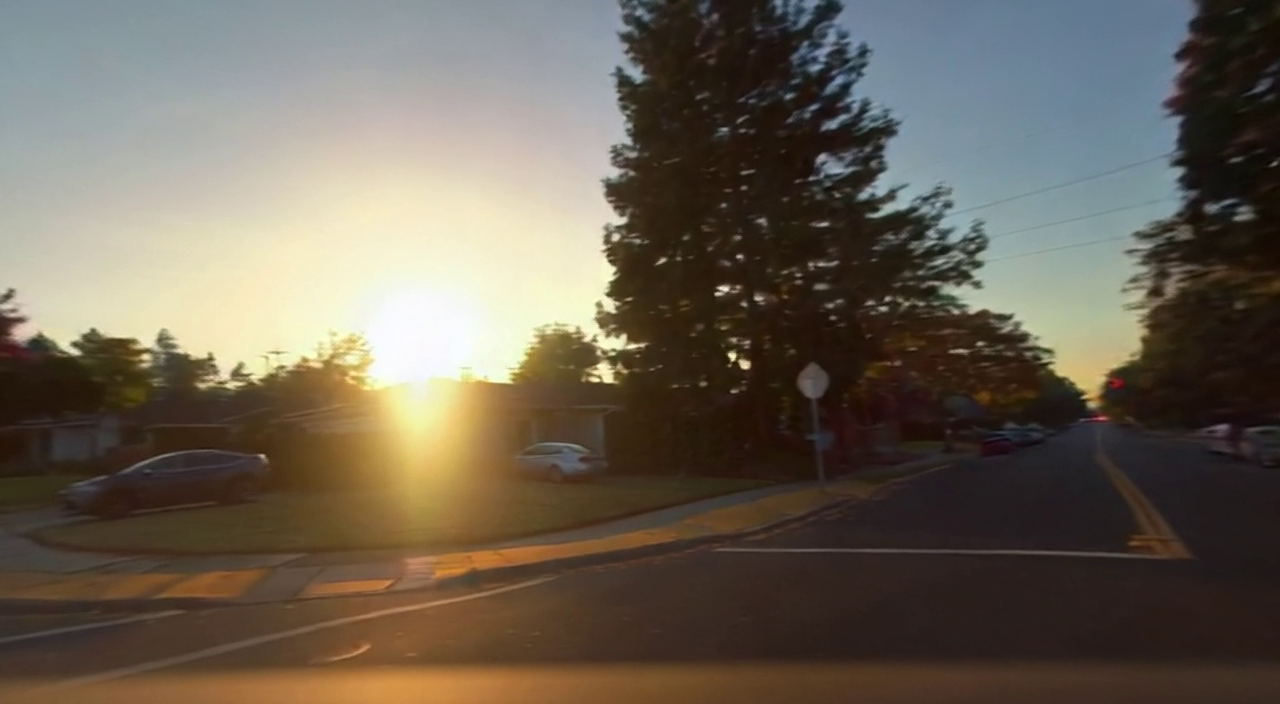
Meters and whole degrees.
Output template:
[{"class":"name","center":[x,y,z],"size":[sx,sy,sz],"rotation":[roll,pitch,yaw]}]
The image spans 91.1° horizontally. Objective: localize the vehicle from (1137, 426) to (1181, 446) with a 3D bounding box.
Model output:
[{"class":"vehicle","center":[39.125,6.396,47.391],"size":[1.961,1.437,4.032],"rotation":[-5,-10,32]}]

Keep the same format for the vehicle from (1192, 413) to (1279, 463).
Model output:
[{"class":"vehicle","center":[23.784,3.438,24.949],"size":[2.085,1.792,4.176],"rotation":[-6,-10,34]}]

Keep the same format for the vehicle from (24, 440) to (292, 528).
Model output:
[{"class":"vehicle","center":[-11.166,2.967,14.923],"size":[1.984,1.620,4.595],"rotation":[-6,-9,36]}]

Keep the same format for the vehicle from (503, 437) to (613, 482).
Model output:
[{"class":"vehicle","center":[-2.996,4.121,23.652],"size":[1.919,1.447,3.896],"rotation":[-9,-16,35]}]

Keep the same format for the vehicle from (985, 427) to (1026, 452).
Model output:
[{"class":"vehicle","center":[28.262,6.746,48.414],"size":[2.263,1.848,4.104],"rotation":[-6,-10,34]}]
